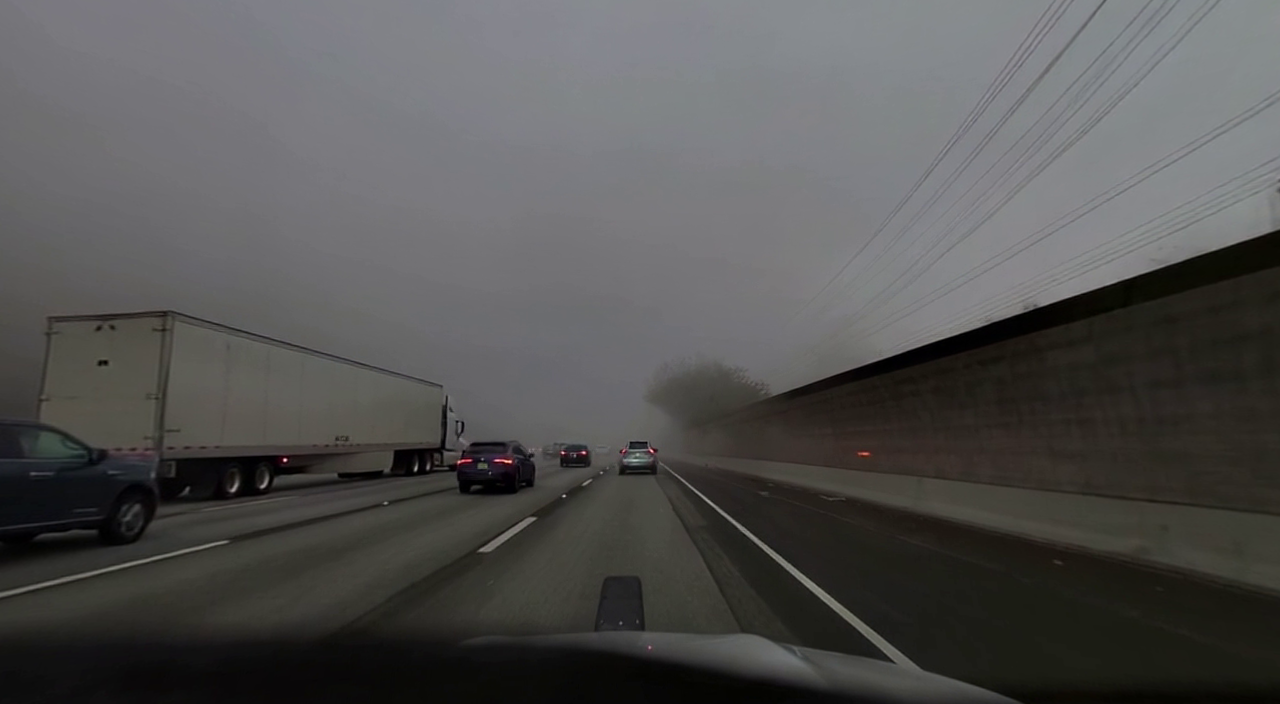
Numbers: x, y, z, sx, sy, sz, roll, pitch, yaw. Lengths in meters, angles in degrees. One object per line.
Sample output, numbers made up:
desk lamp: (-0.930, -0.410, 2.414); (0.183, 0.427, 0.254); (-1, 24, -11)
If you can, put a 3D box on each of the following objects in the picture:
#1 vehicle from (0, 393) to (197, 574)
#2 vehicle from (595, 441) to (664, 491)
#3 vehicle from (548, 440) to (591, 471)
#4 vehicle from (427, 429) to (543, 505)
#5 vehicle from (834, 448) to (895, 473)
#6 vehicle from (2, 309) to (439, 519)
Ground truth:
vehicle: (-7.584, 1.382, 6.682); (2.054, 1.825, 5.072); (0, -9, 0)
vehicle: (-0.346, 3.691, 20.862); (2.089, 1.477, 3.818); (0, -9, -1)
vehicle: (-4.060, 6.089, 37.276); (1.976, 1.705, 4.176); (0, -8, 1)
vehicle: (-3.882, 2.943, 16.632); (1.923, 1.716, 4.289); (0, -9, 0)
vehicle: (14.103, 6.808, 39.945); (2.027, 1.478, 4.849); (0, -9, -1)
vehicle: (-10.658, 2.376, 20.467); (2.892, 4.073, 16.528); (0, -8, 0)
